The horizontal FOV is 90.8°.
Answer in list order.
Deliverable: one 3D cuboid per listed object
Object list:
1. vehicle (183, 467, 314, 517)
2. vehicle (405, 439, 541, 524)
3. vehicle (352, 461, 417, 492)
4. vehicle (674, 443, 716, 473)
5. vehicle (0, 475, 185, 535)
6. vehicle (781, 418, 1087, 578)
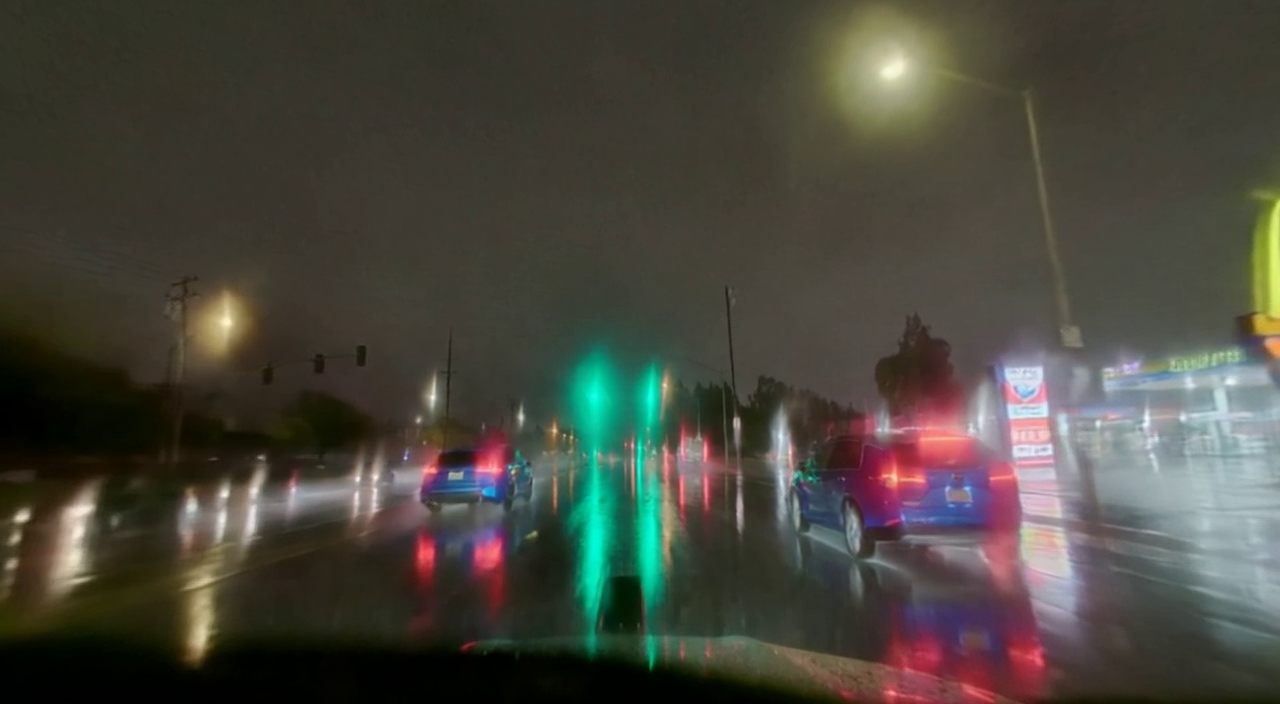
[{"bbox_3d":[-14.197,5.068,23.286,1.861,1.472,4.543,0,-8,1],"label":"vehicle"},{"bbox_3d":[-3.571,2.814,14.327,1.935,1.617,4.045,0,-8,1],"label":"vehicle"},{"bbox_3d":[-14.039,6.869,34.988,1.833,1.476,4.117,-1,-8,1],"label":"vehicle"},{"bbox_3d":[3.320,6.494,38.978,2.066,1.699,4.419,0,-8,-1],"label":"vehicle"},{"bbox_3d":[-17.679,4.923,20.776,1.968,1.476,4.598,0,-8,0],"label":"vehicle"},{"bbox_3d":[3.600,1.868,8.940,2.085,1.655,4.459,0,-8,-1],"label":"vehicle"}]
